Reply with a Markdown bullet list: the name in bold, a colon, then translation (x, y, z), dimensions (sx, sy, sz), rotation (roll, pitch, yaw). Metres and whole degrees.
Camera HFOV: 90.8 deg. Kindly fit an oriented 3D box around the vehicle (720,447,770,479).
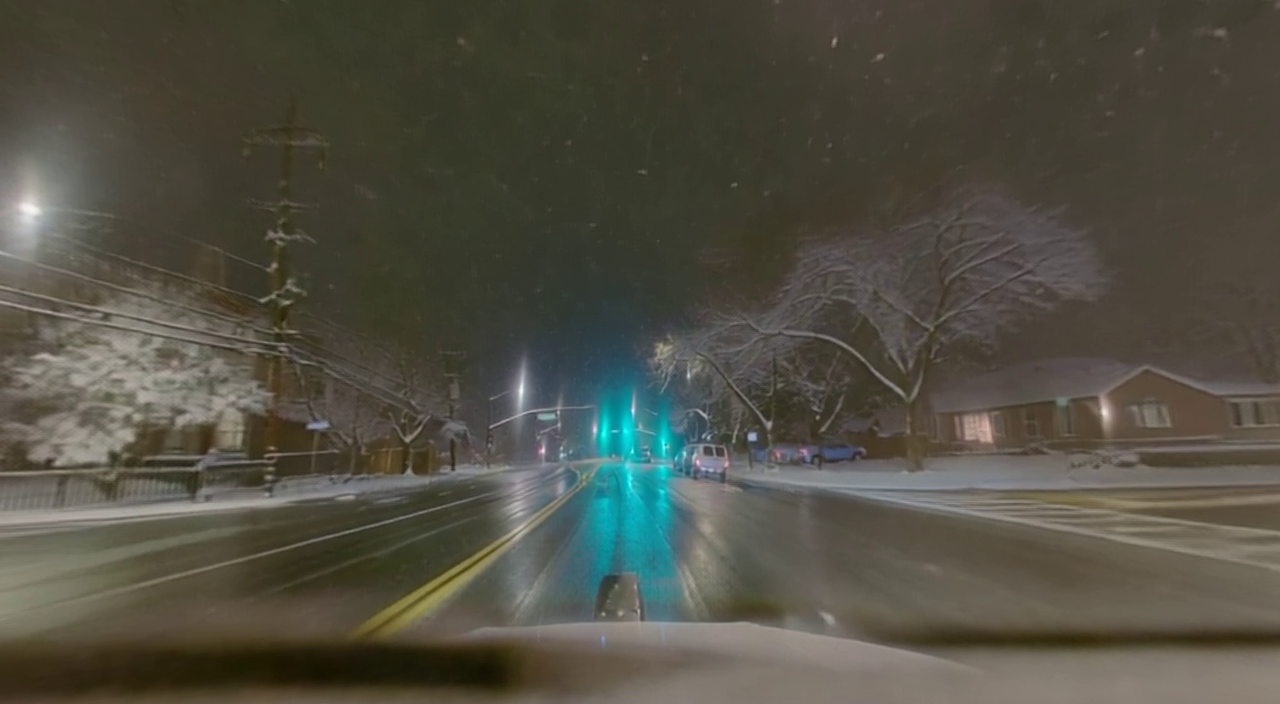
- **vehicle**: translation (5.989, 6.410, 36.686), dimensions (2.024, 1.710, 4.525), rotation (0, -9, -1)
